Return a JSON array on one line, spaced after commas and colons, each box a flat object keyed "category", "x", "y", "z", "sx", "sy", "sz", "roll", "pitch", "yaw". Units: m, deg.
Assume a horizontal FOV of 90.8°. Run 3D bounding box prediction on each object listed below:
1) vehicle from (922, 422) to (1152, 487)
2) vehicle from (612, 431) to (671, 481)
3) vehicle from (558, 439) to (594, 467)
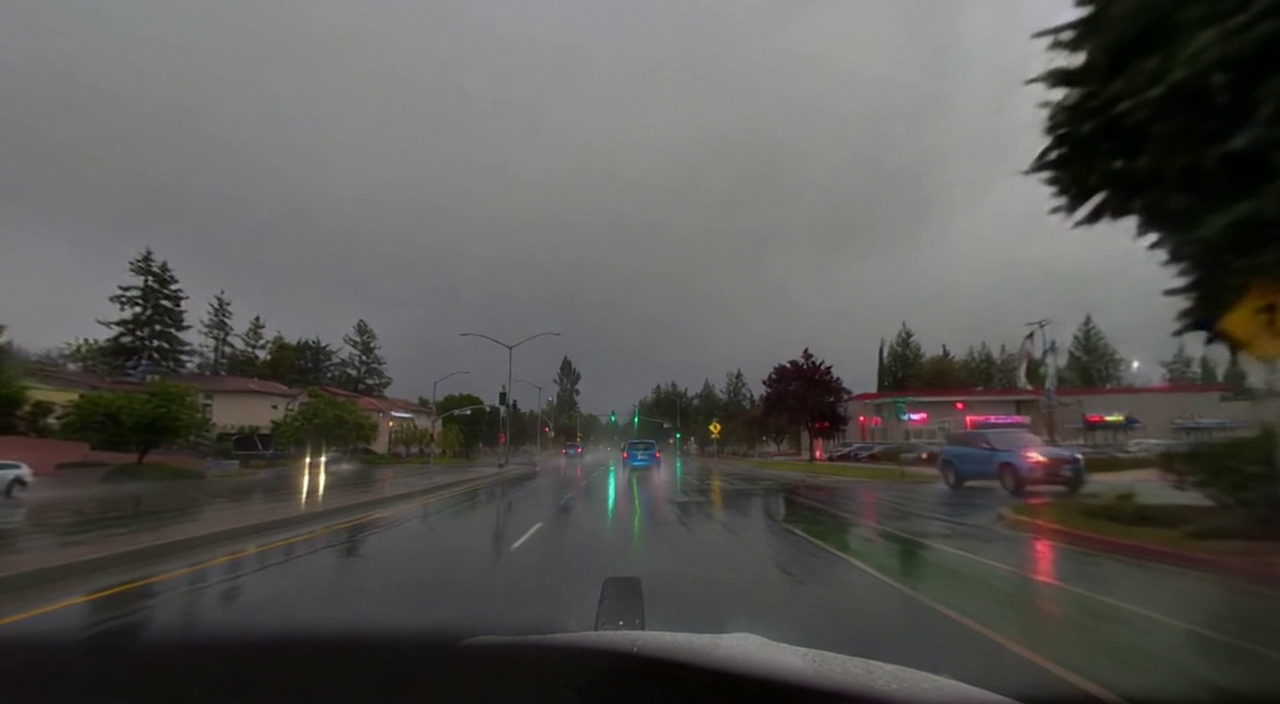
[{"category": "vehicle", "x": 11.911, "y": 3.112, "z": 19.297, "sx": 5.506, "sy": 1.850, "sz": 2.156, "roll": 0, "pitch": -9, "yaw": 0}, {"category": "vehicle", "x": 0.001, "y": 4.432, "z": 27.070, "sx": 2.273, "sy": 1.909, "sz": 5.075, "roll": 0, "pitch": -9, "yaw": -1}, {"category": "vehicle", "x": -4.525, "y": 7.273, "z": 45.590, "sx": 2.202, "sy": 1.856, "sz": 4.516, "roll": 0, "pitch": -9, "yaw": -1}]
